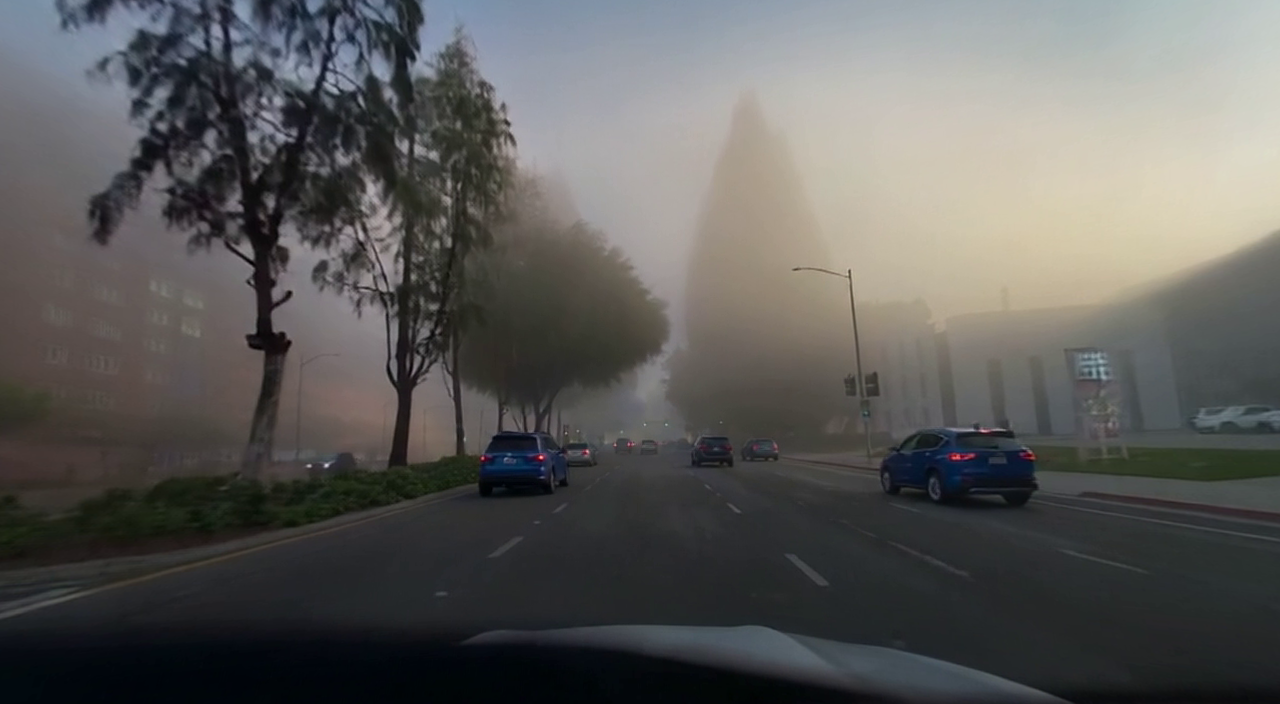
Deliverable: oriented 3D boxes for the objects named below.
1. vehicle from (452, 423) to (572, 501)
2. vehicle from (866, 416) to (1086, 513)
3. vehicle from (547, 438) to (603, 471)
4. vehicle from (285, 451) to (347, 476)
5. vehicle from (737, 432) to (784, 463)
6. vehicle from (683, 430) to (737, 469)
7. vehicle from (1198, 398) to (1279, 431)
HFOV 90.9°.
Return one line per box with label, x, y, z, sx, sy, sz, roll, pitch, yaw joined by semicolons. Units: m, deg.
vehicle;-3.120;2.808;16.415;2.141;1.719;4.379;0;-9;1
vehicle;6.653;2.289;13.239;2.088;1.666;4.512;0;-9;0
vehicle;-3.017;4.880;30.131;2.036;1.465;4.301;-1;-8;2
vehicle;-23.229;8.000;45.405;1.983;1.494;4.832;-4;-9;0
vehicle;7.595;6.065;40.090;2.076;1.793;4.464;0;-9;0
vehicle;3.447;4.928;31.886;2.178;1.804;4.766;0;-8;0
vehicle;40.627;4.210;41.906;2.022;1.925;5.391;0;-9;0
